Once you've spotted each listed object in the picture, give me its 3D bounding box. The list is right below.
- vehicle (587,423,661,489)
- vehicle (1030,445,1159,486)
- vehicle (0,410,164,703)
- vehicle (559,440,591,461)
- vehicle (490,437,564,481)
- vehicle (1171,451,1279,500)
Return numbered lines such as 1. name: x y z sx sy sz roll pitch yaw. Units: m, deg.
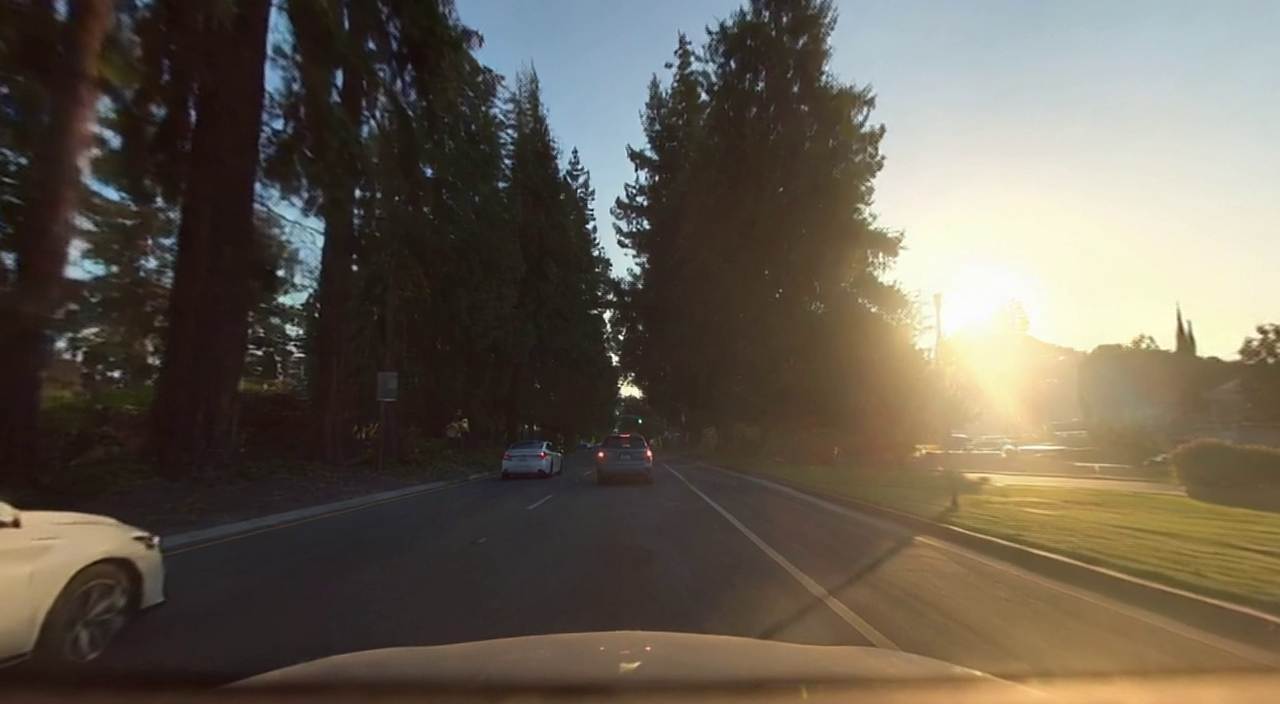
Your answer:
1. vehicle: -0.470 3.142 19.295 2.018 1.769 3.897 0 -8 -1
2. vehicle: 20.507 5.098 28.646 4.387 1.752 1.903 0 -8 -3
3. vehicle: -4.128 0.854 1.875 1.959 1.485 4.452 0 -8 0
4. vehicle: -4.662 7.139 45.871 1.831 1.445 3.851 0 -8 1
5. vehicle: -4.081 3.944 23.532 1.917 1.448 4.178 0 -8 1
6. vehicle: 20.451 4.007 20.786 4.211 1.477 2.000 1 -9 -5
